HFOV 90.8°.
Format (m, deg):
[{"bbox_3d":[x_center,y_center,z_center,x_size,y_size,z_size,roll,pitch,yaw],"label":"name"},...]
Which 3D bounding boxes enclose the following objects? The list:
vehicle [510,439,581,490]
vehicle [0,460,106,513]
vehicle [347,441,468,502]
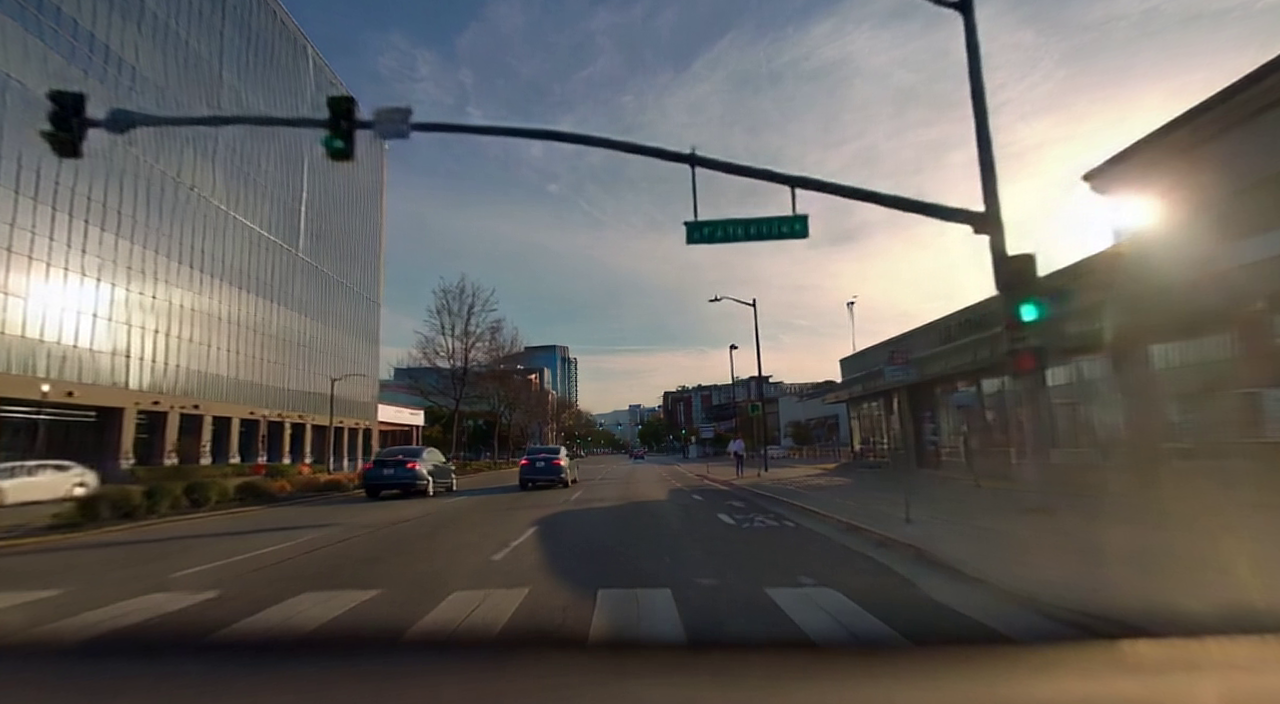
[{"bbox_3d":[-3.430,4.164,23.706,2.052,1.729,4.195,0,-8,0],"label":"vehicle"},{"bbox_3d":[-20.830,4.414,20.912,2.050,1.519,4.736,0,-8,2],"label":"vehicle"},{"bbox_3d":[-6.895,3.559,19.343,1.909,1.605,4.561,0,-8,1],"label":"vehicle"}]
